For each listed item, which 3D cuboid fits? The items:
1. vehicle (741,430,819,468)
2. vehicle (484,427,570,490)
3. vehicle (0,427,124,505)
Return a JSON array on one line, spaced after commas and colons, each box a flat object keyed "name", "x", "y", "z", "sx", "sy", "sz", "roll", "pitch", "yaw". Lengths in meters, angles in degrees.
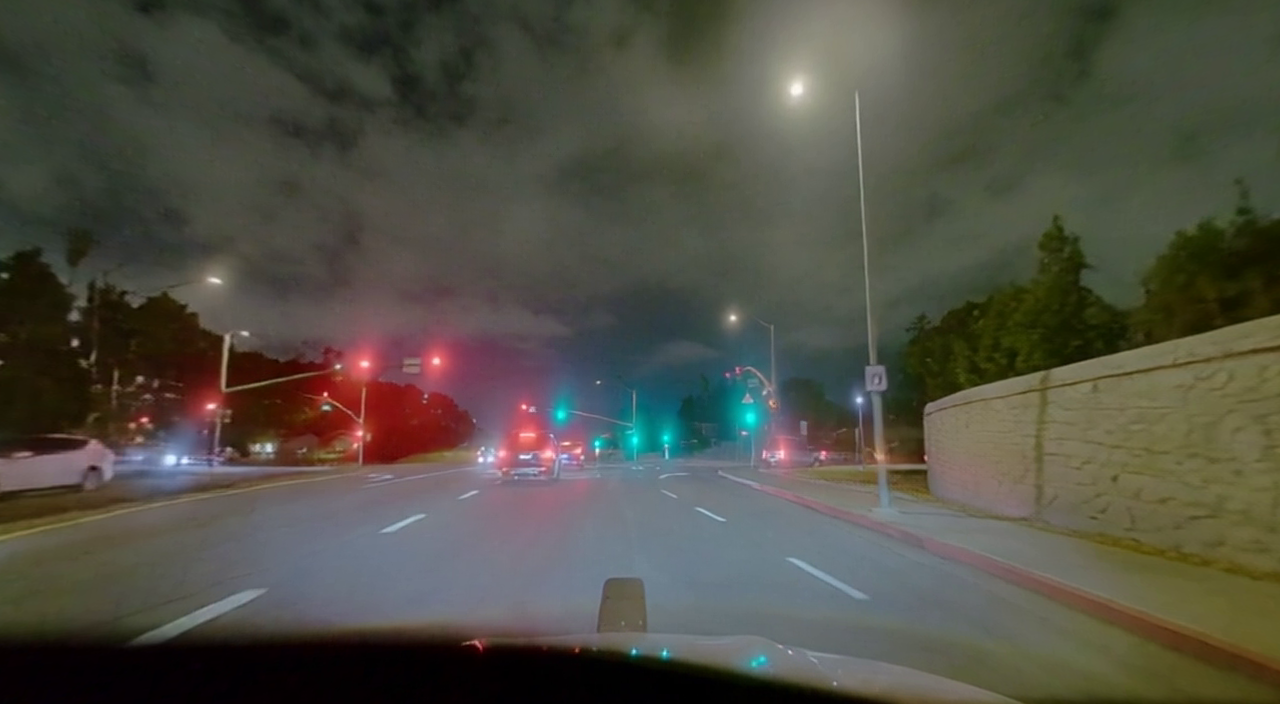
[{"name": "vehicle", "x": 11.168, "y": 7.677, "z": 49.847, "sx": 6.269, "sy": 2.785, "sz": 2.334, "roll": 6, "pitch": -10, "yaw": -34}, {"name": "vehicle", "x": -3.570, "y": 3.453, "z": 20.678, "sx": 2.152, "sy": 1.822, "sz": 4.391, "roll": 0, "pitch": -9, "yaw": -2}, {"name": "vehicle", "x": -16.192, "y": 2.886, "z": 16.114, "sx": 2.086, "sy": 1.797, "sz": 4.749, "roll": 1, "pitch": -9, "yaw": -5}]
